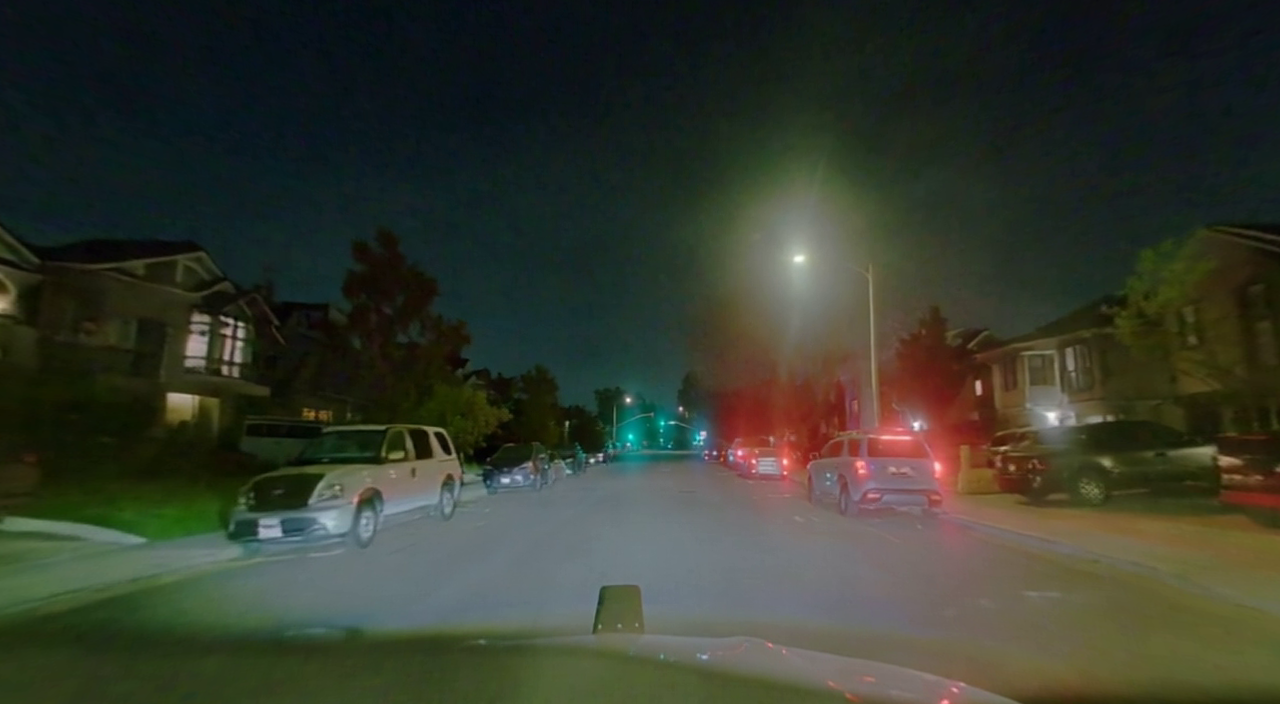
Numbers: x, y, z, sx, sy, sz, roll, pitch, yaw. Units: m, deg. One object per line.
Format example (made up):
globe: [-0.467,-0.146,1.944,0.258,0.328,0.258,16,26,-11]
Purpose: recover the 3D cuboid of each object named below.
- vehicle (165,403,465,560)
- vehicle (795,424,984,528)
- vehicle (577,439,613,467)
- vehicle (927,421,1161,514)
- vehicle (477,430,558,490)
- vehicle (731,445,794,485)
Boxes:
vehicle: [-4.910,2.124,10.879,2.319,1.902,5.526,-2,-10,-1]
vehicle: [5.333,2.722,14.611,2.201,1.896,5.632,0,-8,2]
vehicle: [-3.070,7.072,44.141,2.035,1.822,4.348,0,-10,2]
vehicle: [9.356,2.761,15.354,2.285,1.833,4.853,-1,-10,-2]
vehicle: [-4.137,3.787,22.065,2.007,1.861,4.101,0,-11,0]
vehicle: [5.354,4.983,28.367,1.850,1.516,5.066,0,-8,0]
